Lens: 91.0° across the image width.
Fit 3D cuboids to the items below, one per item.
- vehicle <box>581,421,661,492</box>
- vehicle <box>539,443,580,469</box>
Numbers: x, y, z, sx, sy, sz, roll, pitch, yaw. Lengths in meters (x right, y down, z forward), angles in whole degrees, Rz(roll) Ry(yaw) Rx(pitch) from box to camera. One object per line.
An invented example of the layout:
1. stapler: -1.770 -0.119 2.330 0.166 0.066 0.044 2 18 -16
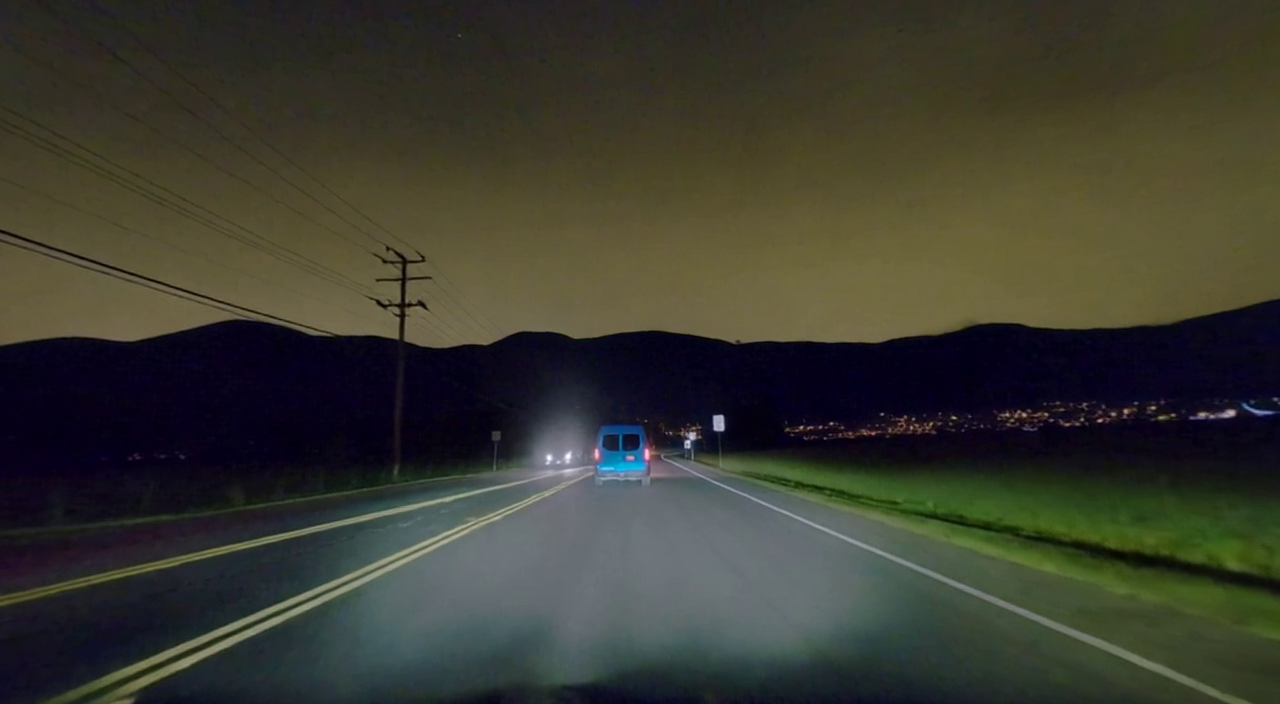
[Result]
1. vehicle: -0.583 3.530 21.662 2.454 2.144 4.535 0 -8 0
2. vehicle: -5.881 7.648 46.465 2.120 1.804 4.392 0 -8 4
